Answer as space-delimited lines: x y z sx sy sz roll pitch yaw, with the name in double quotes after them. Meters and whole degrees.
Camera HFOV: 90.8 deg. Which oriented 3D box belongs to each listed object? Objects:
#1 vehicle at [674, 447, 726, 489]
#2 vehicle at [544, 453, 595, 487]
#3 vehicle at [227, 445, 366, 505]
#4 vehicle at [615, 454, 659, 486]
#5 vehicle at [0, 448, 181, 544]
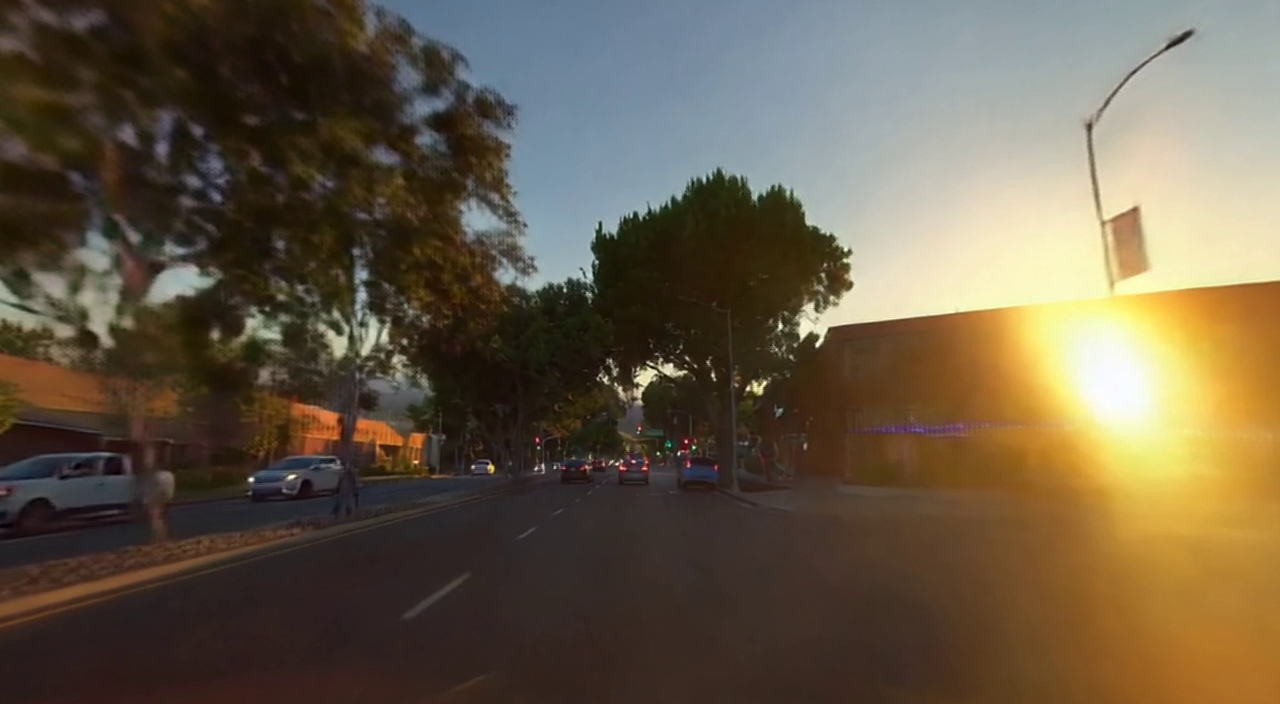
2.829 5.637 31.090 2.175 1.850 5.118 0 -9 1 "vehicle"
-3.315 5.628 30.459 1.921 1.477 4.083 0 -9 2 "vehicle"
-12.272 4.395 23.073 2.260 1.921 4.902 0 -9 0 "vehicle"
-0.115 5.960 32.270 2.085 1.475 3.976 0 -9 1 "vehicle"
-12.501 2.921 13.507 1.986 1.712 4.399 0 -9 1 "vehicle"
